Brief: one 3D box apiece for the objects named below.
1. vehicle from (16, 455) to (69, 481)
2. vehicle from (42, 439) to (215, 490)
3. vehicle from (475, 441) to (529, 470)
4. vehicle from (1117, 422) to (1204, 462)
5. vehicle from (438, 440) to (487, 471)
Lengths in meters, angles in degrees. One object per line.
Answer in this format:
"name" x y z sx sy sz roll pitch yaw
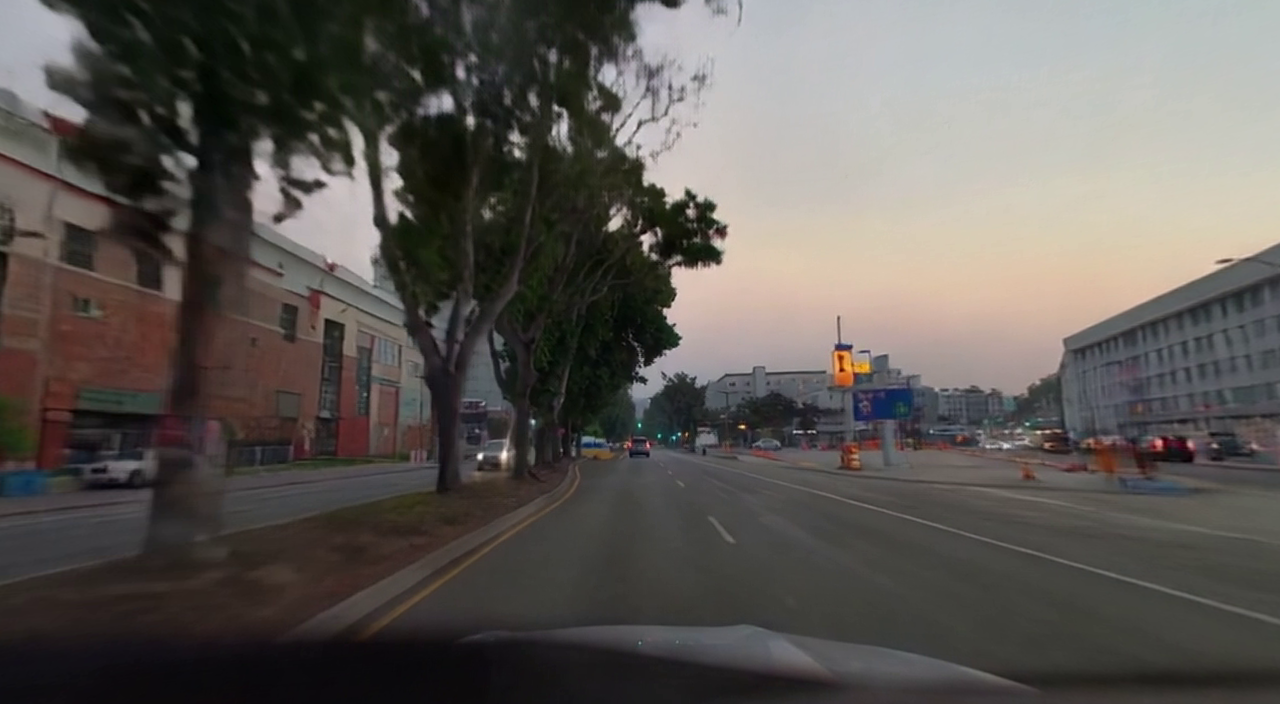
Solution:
"vehicle" -37.364 7.193 39.477 3.953 1.457 1.920 -8 -11 41
"vehicle" -22.976 5.051 28.812 5.745 1.920 2.281 3 -9 -29
"vehicle" -7.517 5.656 34.765 1.999 1.478 4.441 0 -8 0
"vehicle" 31.256 5.450 38.189 2.541 2.248 5.629 -4 -9 24
"vehicle" -10.621 6.216 38.059 1.857 1.744 3.886 0 -8 -1
